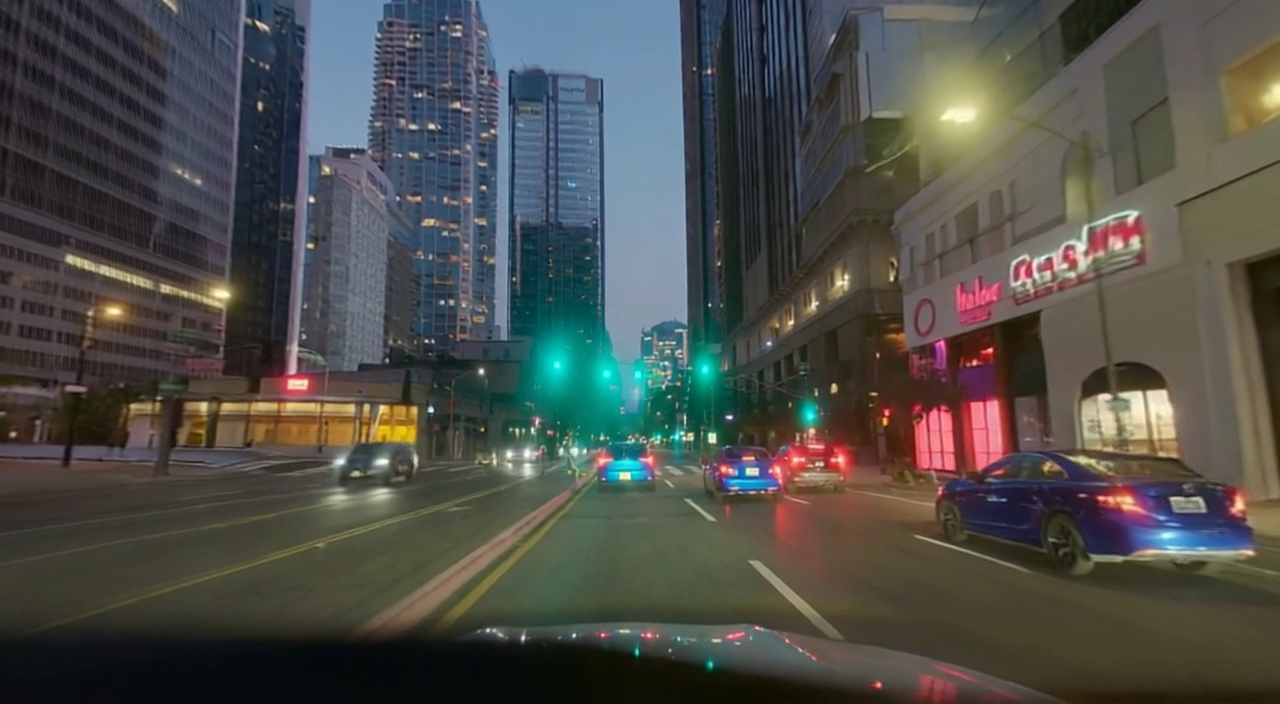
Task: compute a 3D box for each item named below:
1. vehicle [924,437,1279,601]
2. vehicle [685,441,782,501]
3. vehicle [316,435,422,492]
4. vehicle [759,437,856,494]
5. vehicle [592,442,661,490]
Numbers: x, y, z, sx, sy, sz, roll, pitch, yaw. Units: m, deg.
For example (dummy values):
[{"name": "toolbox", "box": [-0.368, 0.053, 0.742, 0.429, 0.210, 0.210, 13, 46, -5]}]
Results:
[{"name": "vehicle", "box": [5.793, 1.899, 8.211, 1.914, 1.484, 4.639, 0, -9, -2]}, {"name": "vehicle", "box": [2.521, 3.351, 18.190, 1.987, 1.484, 4.427, 0, -9, -2]}, {"name": "vehicle", "box": [-9.495, 3.925, 22.575, 1.827, 1.787, 4.474, 0, -9, -1]}, {"name": "vehicle", "box": [5.677, 3.897, 22.036, 2.015, 1.745, 4.444, 0, -9, -2]}, {"name": "vehicle", "box": [-0.440, 3.788, 21.337, 2.096, 1.457, 4.160, 0, -9, -1]}]
